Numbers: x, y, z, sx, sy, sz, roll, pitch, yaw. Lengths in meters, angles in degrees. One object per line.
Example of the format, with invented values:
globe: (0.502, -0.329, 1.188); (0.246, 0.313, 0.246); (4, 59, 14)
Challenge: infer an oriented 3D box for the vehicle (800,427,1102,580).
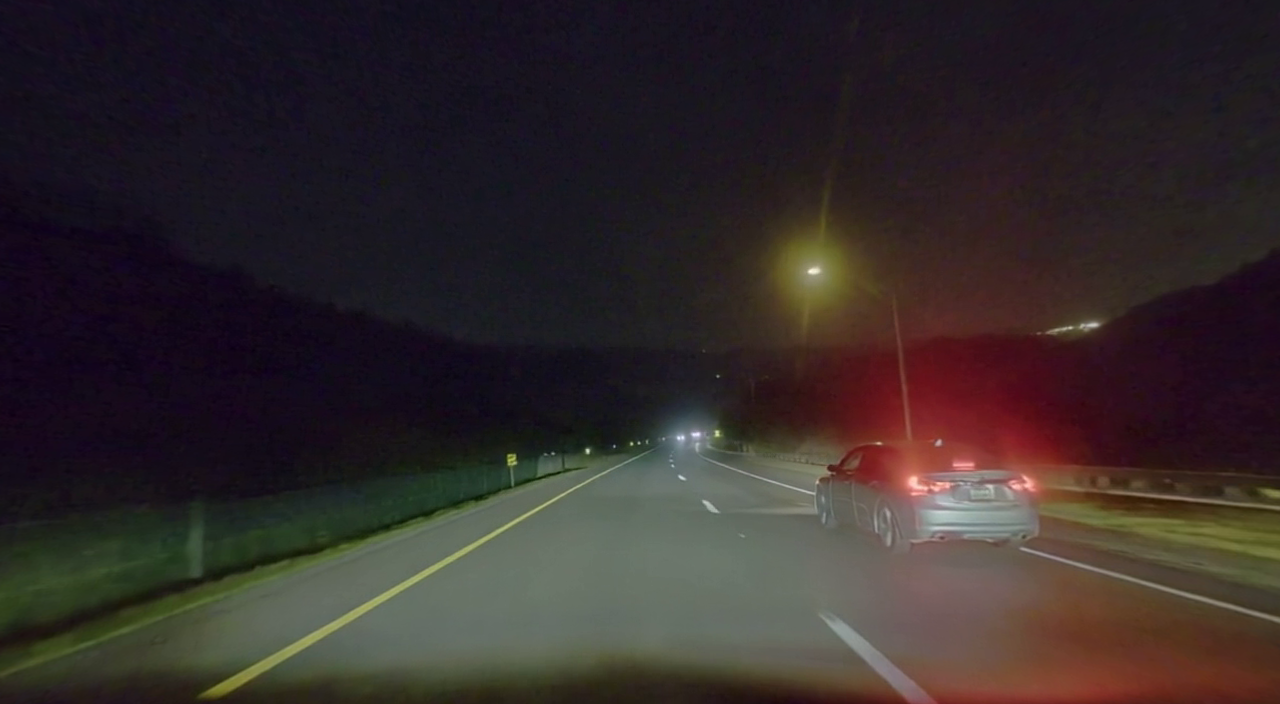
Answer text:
vehicle: (3.662, 1.832, 8.450); (1.997, 1.515, 4.025); (-1, -8, 1)
